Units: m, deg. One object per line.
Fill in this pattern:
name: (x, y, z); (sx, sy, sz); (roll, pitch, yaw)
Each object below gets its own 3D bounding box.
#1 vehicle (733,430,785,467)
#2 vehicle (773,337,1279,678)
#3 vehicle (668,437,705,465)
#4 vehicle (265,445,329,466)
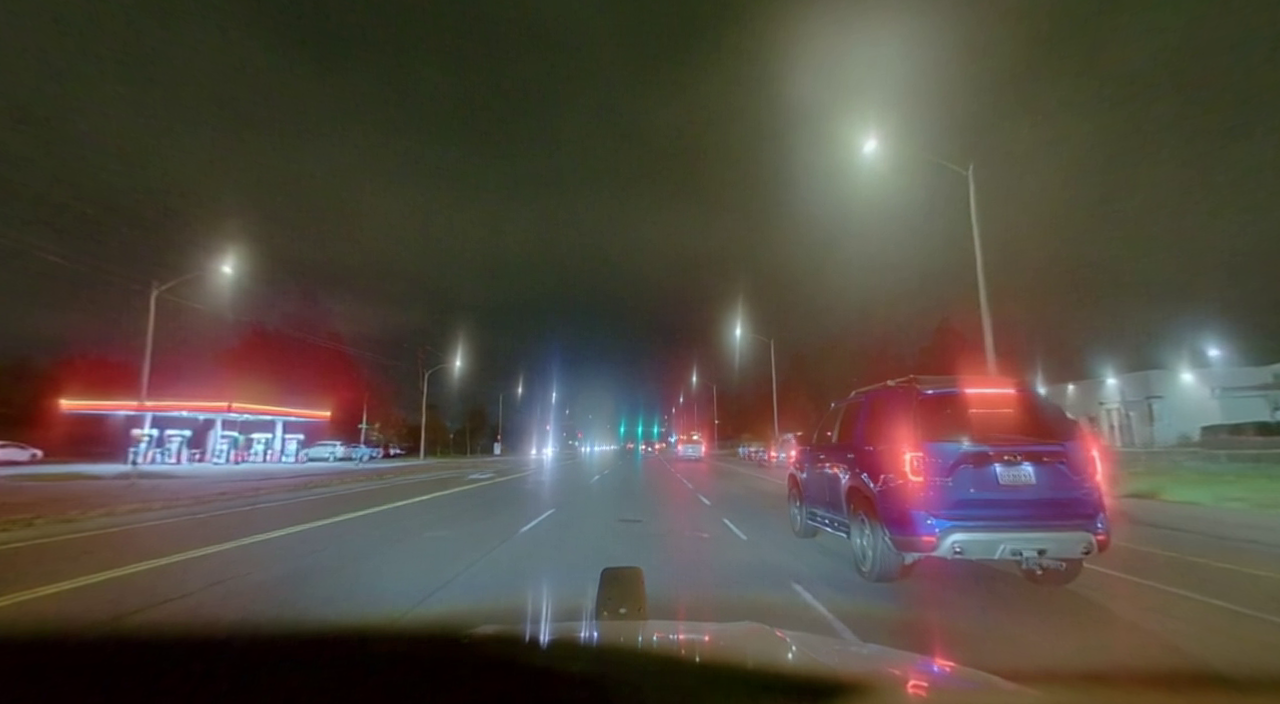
vehicle: (7.474, 6.156, 40.071); (2.220, 2.147, 6.392); (0, -8, 1)
vehicle: (2.932, 1.228, 6.072); (2.246, 1.963, 4.777); (0, -8, 0)
vehicle: (3.202, 6.948, 44.233); (2.317, 1.857, 5.150); (0, -8, 1)
vehicle: (-26.157, 7.890, 47.909); (3.765, 1.559, 1.915); (0, -8, 2)
